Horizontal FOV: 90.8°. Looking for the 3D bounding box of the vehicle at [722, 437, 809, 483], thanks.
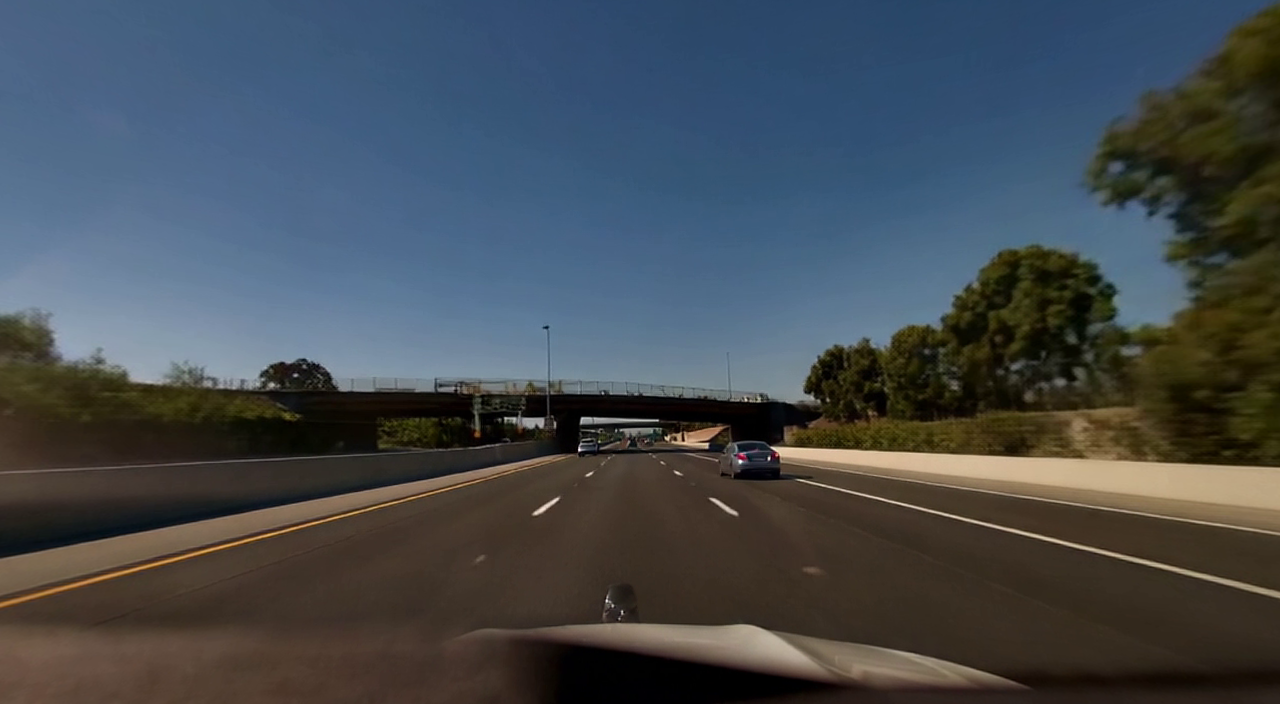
[{"bbox_3d":[4.299,3.790,22.459,2.060,1.485,4.274,0,-9,-2],"label":"vehicle"}]
